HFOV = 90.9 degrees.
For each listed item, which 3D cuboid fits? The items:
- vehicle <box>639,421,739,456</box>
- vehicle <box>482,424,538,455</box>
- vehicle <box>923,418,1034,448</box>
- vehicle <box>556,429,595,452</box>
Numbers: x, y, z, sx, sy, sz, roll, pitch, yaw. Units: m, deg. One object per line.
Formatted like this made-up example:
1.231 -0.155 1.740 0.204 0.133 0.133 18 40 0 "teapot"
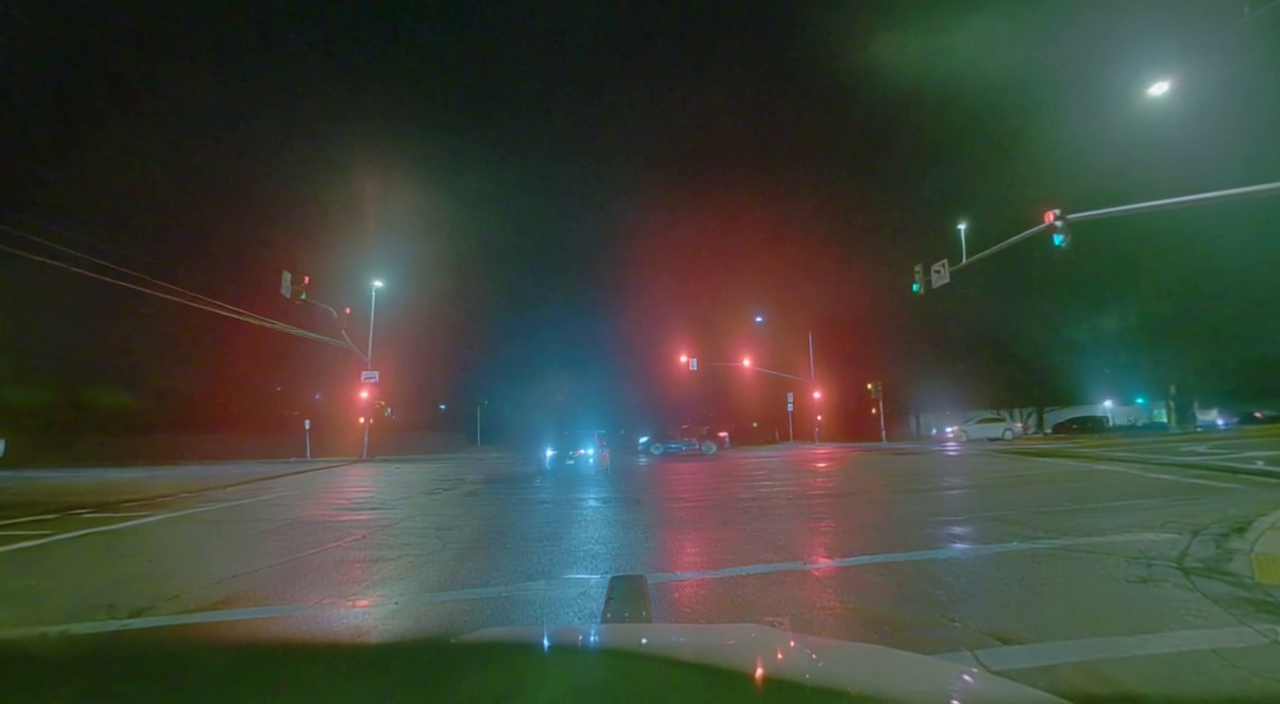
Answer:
2.227 4.050 29.568 4.407 1.569 1.859 1 -9 -4 "vehicle"
-8.309 5.731 40.884 2.000 1.864 5.044 -1 -9 7 "vehicle"
16.718 4.043 31.251 4.510 1.431 1.884 1 -9 -7 "vehicle"
-4.404 6.173 43.770 1.919 1.467 4.086 -1 -9 6 "vehicle"
